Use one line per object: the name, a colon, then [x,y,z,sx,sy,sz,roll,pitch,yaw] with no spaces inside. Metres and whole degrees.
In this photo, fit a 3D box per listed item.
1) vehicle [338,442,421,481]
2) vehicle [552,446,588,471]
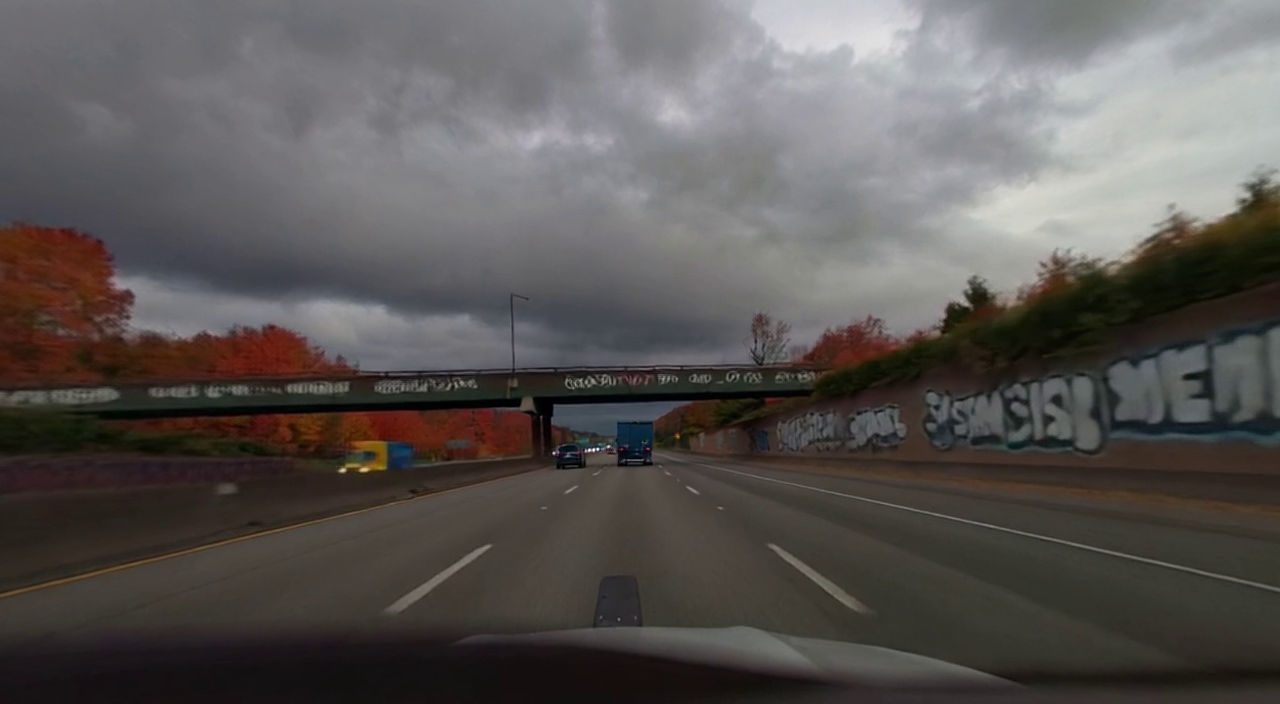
vehicle: [-17.914,7.542,43.720,2.564,2.452,7.489,0,-9,0]
vehicle: [-4.422,6.805,40.203,1.892,1.529,3.996,0,-9,-1]
